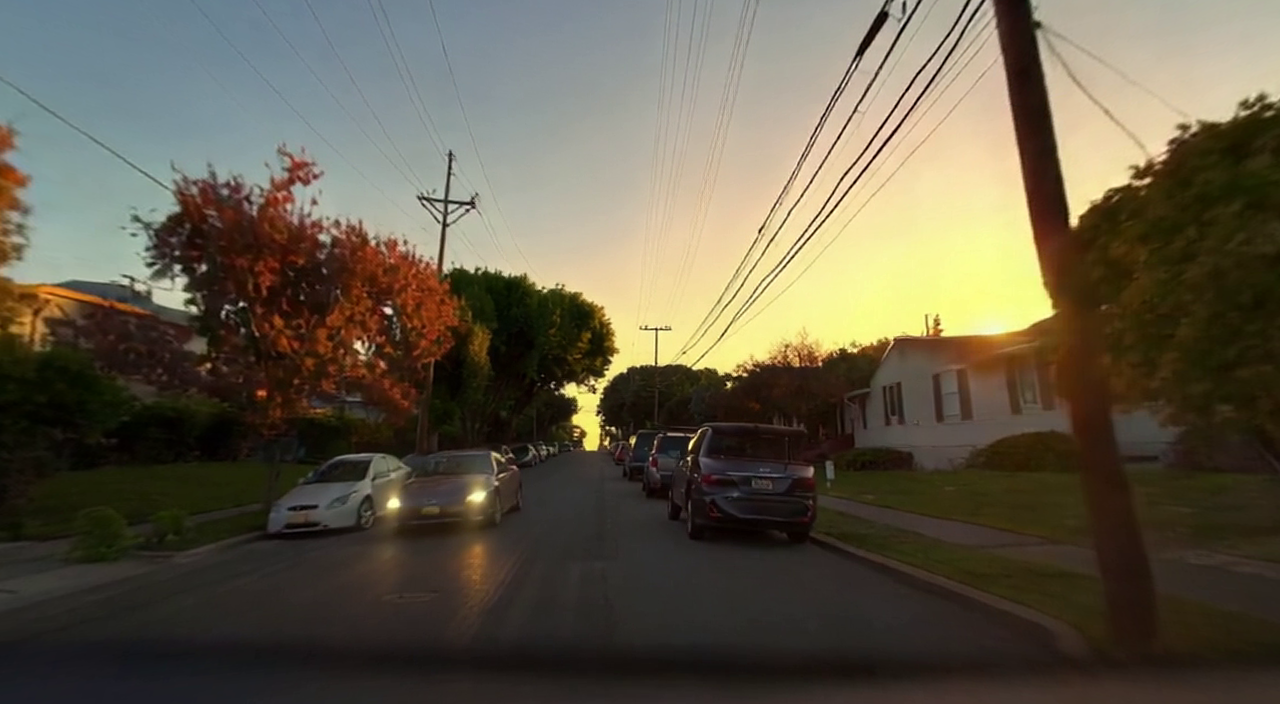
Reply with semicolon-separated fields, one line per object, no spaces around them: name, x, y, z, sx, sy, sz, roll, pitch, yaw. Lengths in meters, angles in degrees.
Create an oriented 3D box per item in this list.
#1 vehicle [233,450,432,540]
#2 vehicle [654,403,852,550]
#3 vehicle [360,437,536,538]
vehicle;-5.852;2.716;12.713;1.932;1.431;4.198;0;-8;-1
vehicle;1.489;1.898;10.351;2.032;1.839;4.597;0;-8;-5
vehicle;-3.345;2.440;12.195;2.060;1.525;4.876;0;-8;-2
